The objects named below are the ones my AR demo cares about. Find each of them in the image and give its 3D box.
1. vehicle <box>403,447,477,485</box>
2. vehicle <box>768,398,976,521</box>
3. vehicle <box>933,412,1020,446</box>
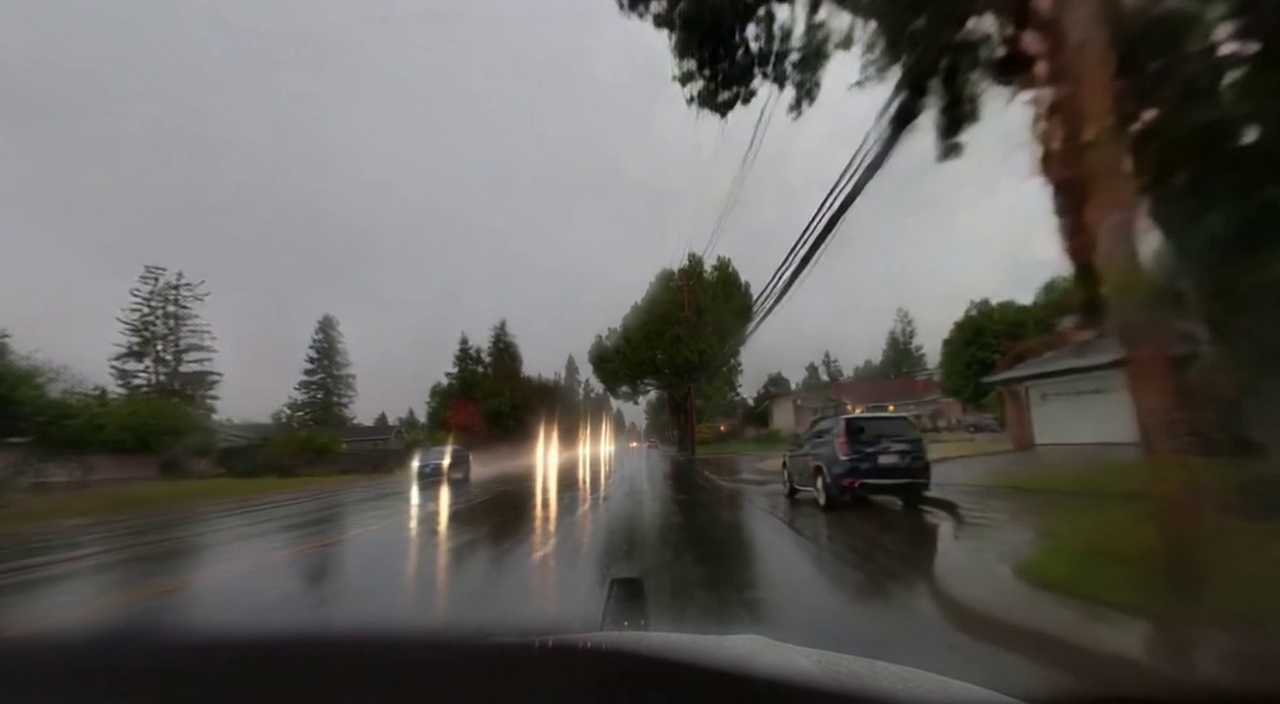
[{"bbox_3d":[-8.849,5.051,28.276,1.915,1.539,4.106,-1,-8,1],"label":"vehicle"},{"bbox_3d":[4.177,2.064,12.468,2.228,1.885,4.854,-1,-8,0],"label":"vehicle"},{"bbox_3d":[22.096,5.089,41.536,4.389,1.751,2.158,-4,-14,5],"label":"vehicle"}]
